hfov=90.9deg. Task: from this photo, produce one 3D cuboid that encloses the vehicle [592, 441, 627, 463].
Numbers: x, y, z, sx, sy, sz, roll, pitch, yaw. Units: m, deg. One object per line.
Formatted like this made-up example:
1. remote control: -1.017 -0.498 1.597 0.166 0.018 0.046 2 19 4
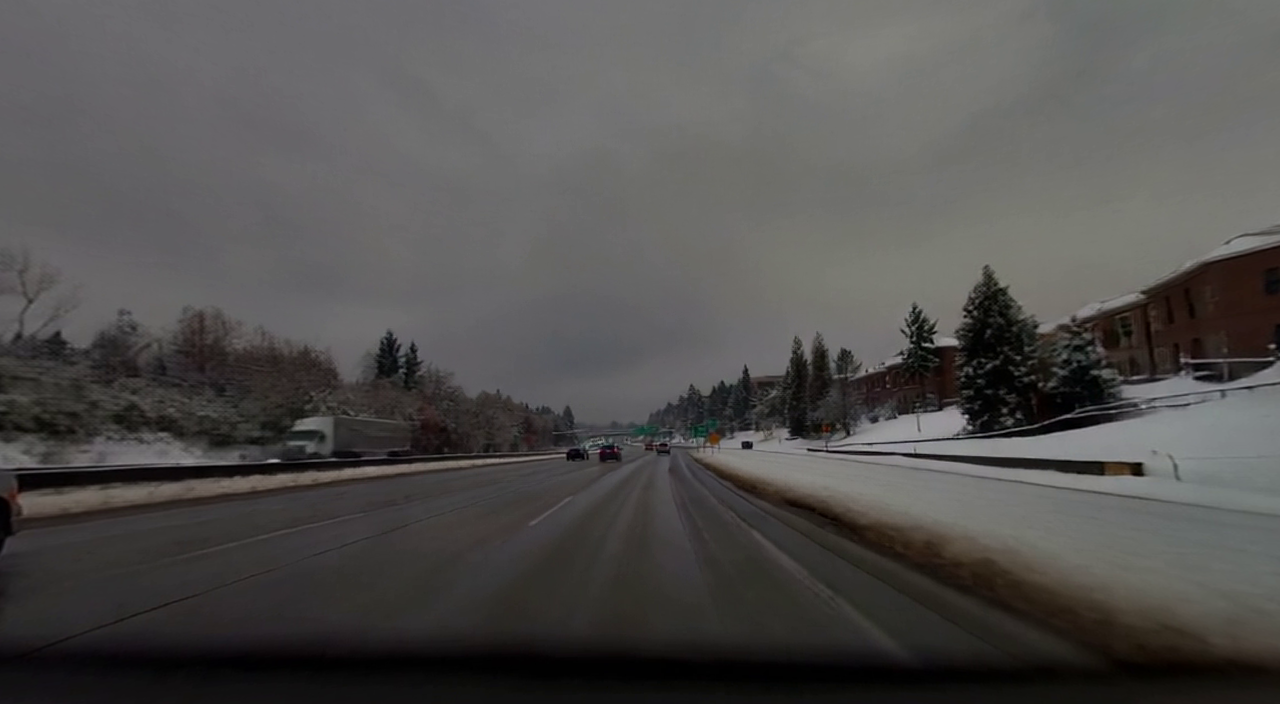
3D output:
1. vehicle: -2.128 7.190 45.569 2.112 1.489 4.266 -1 -8 3
